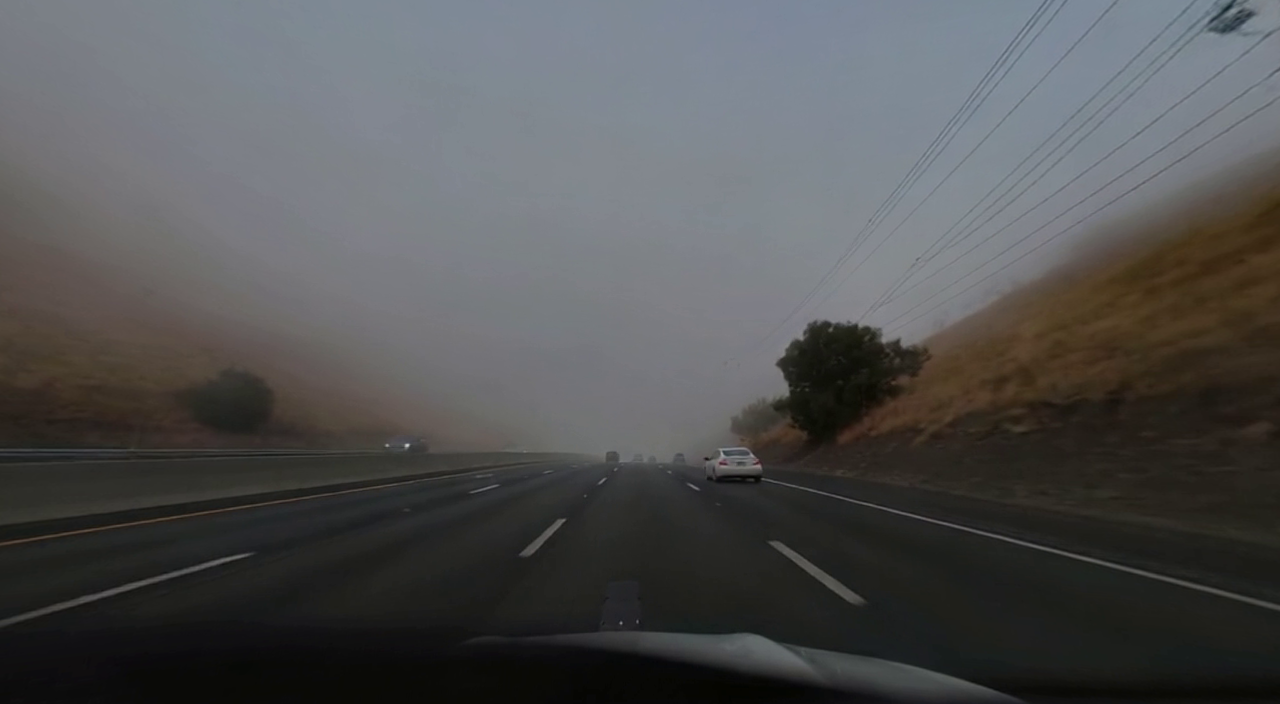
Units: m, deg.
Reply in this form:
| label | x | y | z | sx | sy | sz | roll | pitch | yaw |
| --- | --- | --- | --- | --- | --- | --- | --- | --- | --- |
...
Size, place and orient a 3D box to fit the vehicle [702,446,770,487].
| label | x | y | z | sx | sy | sz | roll | pitch | yaw |
| --- | --- | --- | --- | --- | --- | --- | --- | --- | --- |
| vehicle | 3.864 | 4.677 | 26.114 | 2.086 | 1.542 | 4.355 | 0 | -8 | 0 |

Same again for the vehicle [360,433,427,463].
| label | x | y | z | sx | sy | sz | roll | pitch | yaw |
| --- | --- | --- | --- | --- | --- | --- | --- | --- | --- |
| vehicle | -14.433 | 5.662 | 37.187 | 1.886 | 1.632 | 4.799 | 0 | -9 | 1 |
